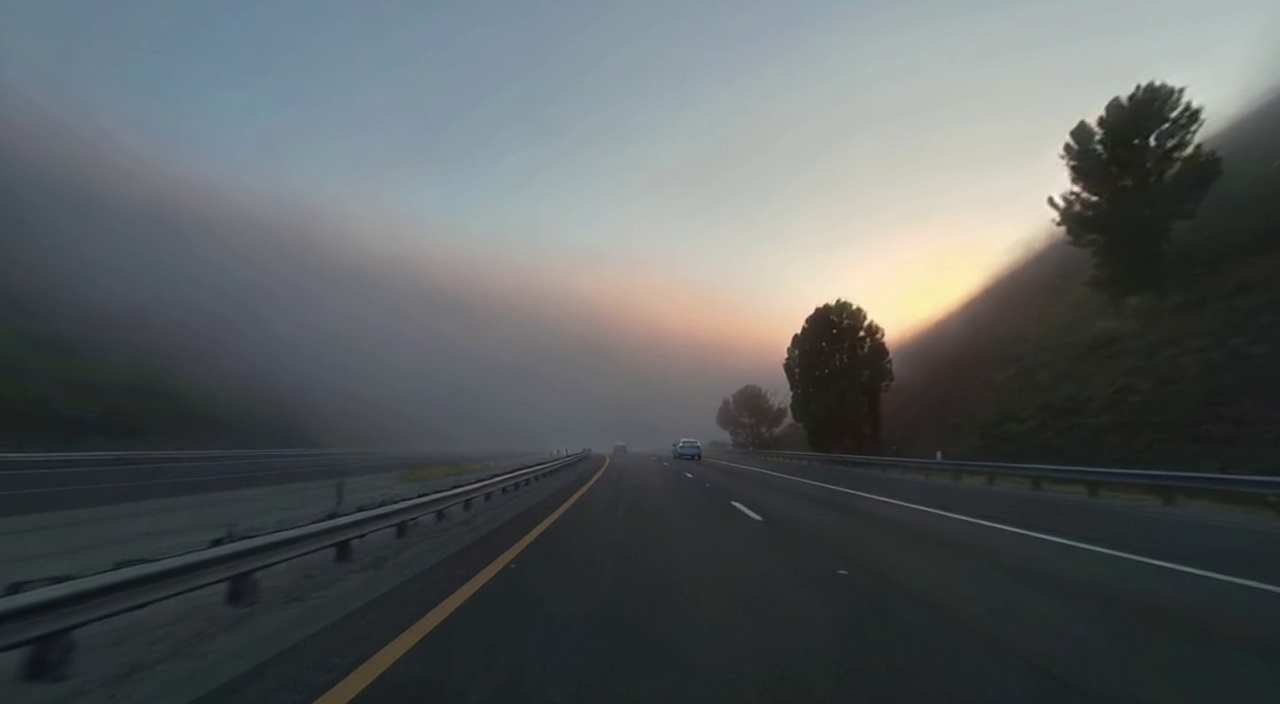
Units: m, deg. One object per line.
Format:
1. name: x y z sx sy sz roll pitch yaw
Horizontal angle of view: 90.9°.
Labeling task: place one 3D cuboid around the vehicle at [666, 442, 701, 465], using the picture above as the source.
1. vehicle: 3.017 7.175 44.808 1.960 1.516 4.657 0 -8 -3
